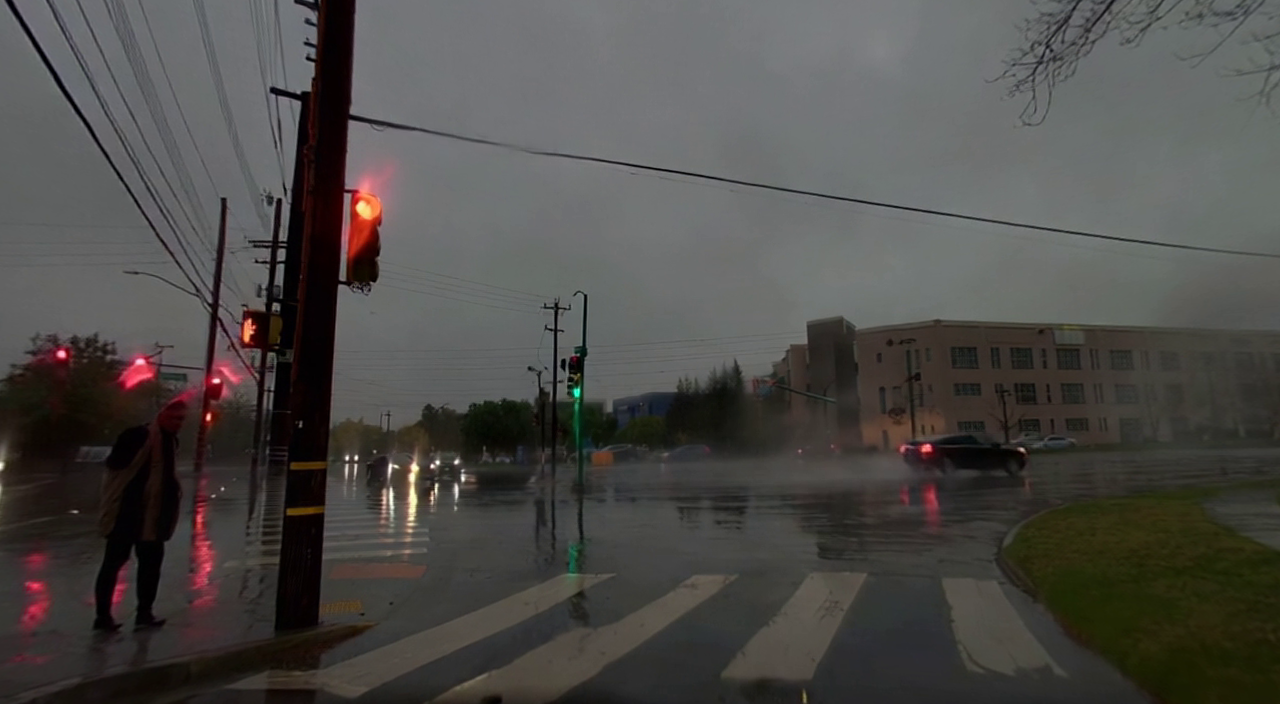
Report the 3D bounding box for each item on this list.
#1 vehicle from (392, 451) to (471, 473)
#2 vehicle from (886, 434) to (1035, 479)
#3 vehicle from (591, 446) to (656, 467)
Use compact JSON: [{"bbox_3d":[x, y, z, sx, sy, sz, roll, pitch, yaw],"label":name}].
[{"bbox_3d":[-14.140,7.446,42.979,4.837,1.407,1.818,4,-9,-26],"label":"vehicle"},{"bbox_3d":[11.628,3.776,22.992,4.700,1.479,2.095,3,-9,-20],"label":"vehicle"},{"bbox_3d":[-1.154,7.551,45.813,4.391,1.451,1.717,4,-9,-26],"label":"vehicle"}]
